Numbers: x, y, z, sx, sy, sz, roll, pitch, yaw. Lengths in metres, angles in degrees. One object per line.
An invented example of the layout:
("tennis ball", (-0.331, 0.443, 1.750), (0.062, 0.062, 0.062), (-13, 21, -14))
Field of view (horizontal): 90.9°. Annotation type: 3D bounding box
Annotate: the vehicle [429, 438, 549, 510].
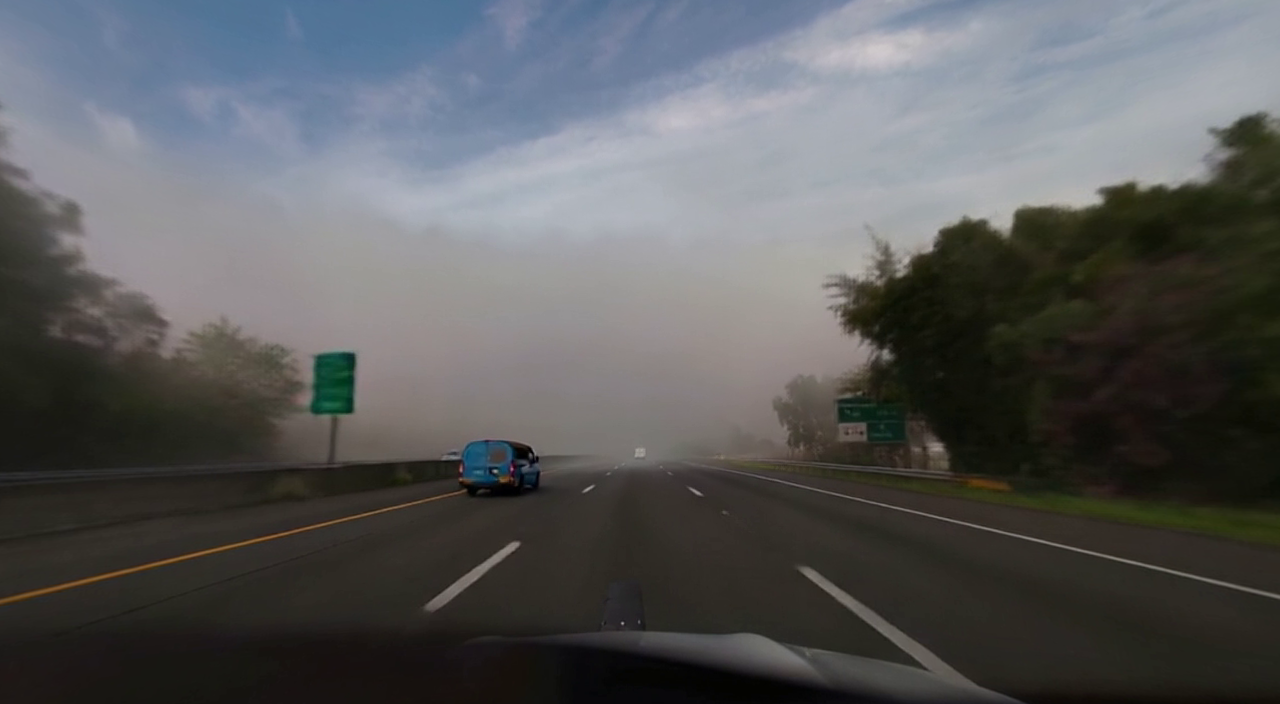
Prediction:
("vehicle", (-3.576, 2.977, 15.763), (1.965, 1.556, 3.971), (0, -9, 1))
